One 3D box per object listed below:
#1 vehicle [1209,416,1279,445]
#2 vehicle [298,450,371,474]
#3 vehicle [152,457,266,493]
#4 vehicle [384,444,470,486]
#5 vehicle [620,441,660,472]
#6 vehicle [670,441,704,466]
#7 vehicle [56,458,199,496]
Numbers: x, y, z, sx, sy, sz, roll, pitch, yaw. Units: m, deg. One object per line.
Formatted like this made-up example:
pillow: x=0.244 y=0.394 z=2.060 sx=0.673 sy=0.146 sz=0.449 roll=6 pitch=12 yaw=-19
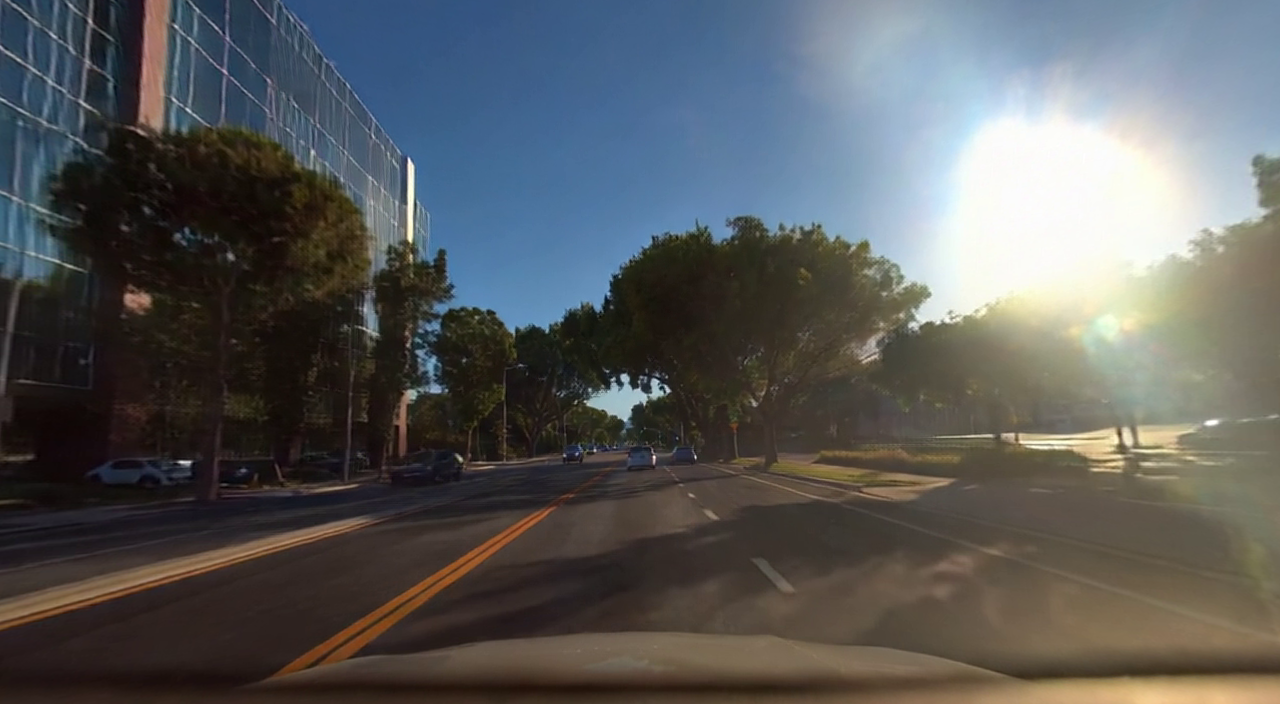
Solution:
vehicle: x=36.921 y=4.696 z=37.634 sx=3.877 sy=1.652 sz=1.989 roll=0 pitch=-8 yaw=1
vehicle: x=-22.351 y=8.062 z=46.236 sx=4.330 sy=1.656 sz=2.001 roll=-1 pitch=-8 yaw=3
vehicle: x=-21.756 y=6.190 z=31.952 sx=4.351 sy=1.432 sz=2.037 roll=-3 pitch=-8 yaw=1
vehicle: x=-9.706 y=5.165 z=29.270 sx=2.064 sy=1.722 sz=5.226 roll=0 pitch=-8 yaw=1
vehicle: x=0.036 y=5.791 z=35.084 sx=2.109 sy=1.612 sz=3.963 roll=0 pitch=-8 yaw=1
vehicle: x=3.394 y=7.442 z=46.364 sx=2.189 sy=1.766 sz=4.495 roll=0 pitch=-8 yaw=0
vehicle: x=-21.944 y=5.352 z=27.169 sx=4.243 sy=1.478 sz=2.035 roll=1 pitch=-8 yaw=-6
